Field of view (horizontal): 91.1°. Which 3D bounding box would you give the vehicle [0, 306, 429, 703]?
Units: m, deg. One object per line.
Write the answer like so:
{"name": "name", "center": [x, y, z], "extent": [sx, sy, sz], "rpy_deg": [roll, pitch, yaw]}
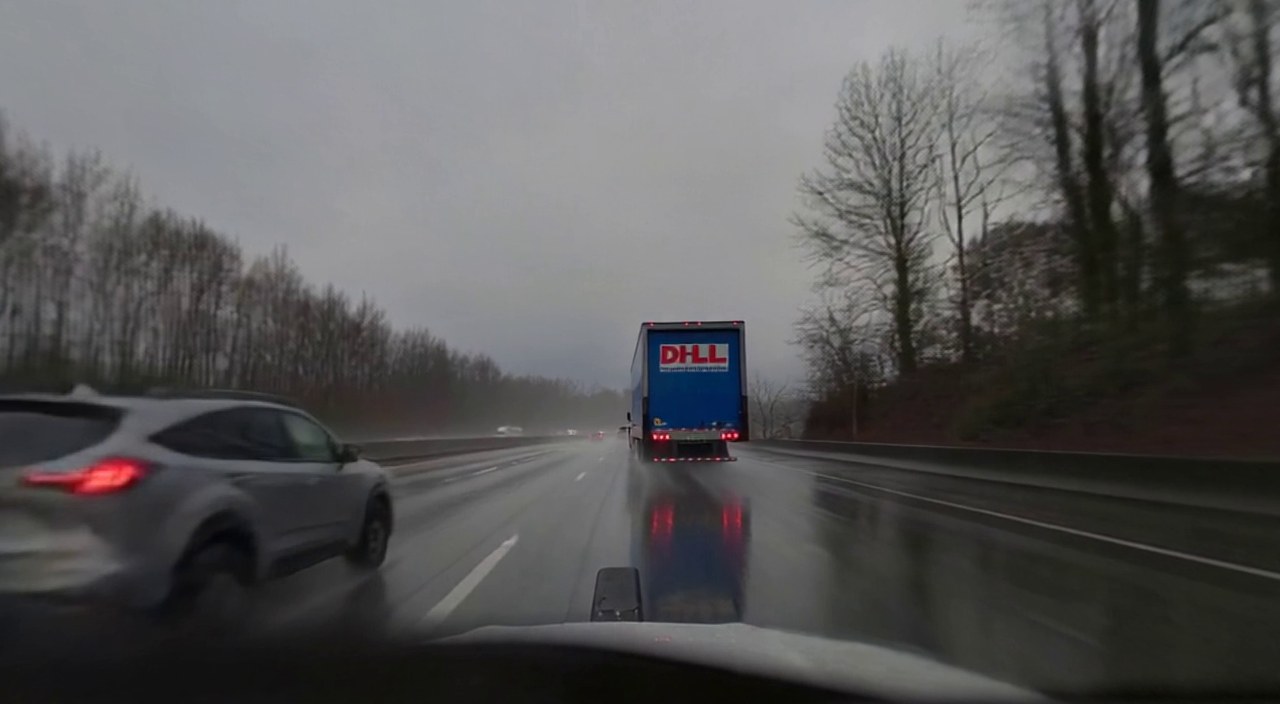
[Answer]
{"name": "vehicle", "center": [-3.673, 1.039, 4.758], "extent": [2.394, 1.787, 5.186], "rpy_deg": [0, -8, -1]}

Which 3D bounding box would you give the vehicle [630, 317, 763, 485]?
{"name": "vehicle", "center": [1.336, 1.785, 20.190], "extent": [3.011, 4.211, 8.926], "rpy_deg": [0, -8, -3]}
